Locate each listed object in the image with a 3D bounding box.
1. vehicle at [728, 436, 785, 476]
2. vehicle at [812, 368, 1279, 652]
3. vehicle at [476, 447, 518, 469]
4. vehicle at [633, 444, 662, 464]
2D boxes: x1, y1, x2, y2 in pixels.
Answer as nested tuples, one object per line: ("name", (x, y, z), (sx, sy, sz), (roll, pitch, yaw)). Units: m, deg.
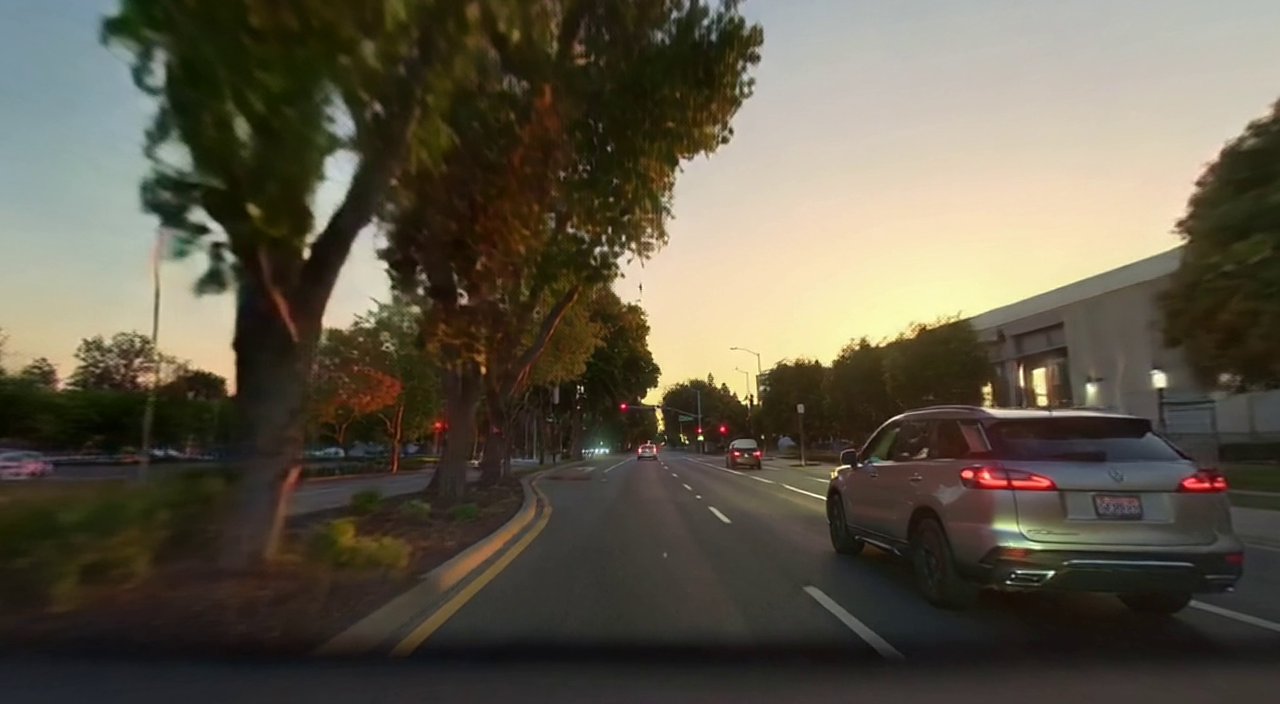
("vehicle", (5.698, 5.130, 31.350), (2.085, 1.828, 5.383), (0, -8, 3))
("vehicle", (3.398, 1.350, 6.390), (2.033, 1.865, 4.360), (0, -8, 0))
("vehicle", (-10.840, 8.075, 48.159), (1.955, 1.507, 4.750), (0, -8, 2))
("vehicle", (0.603, 7.819, 48.333), (2.131, 1.474, 4.146), (0, -8, 1))
